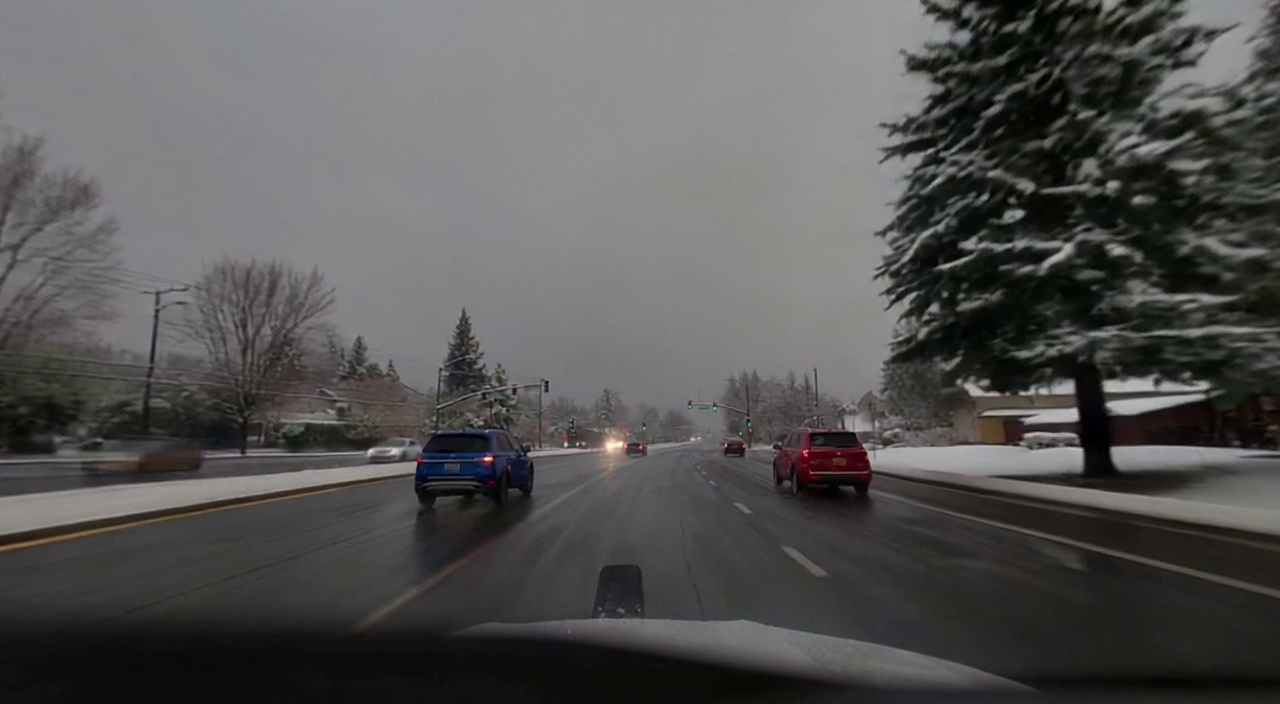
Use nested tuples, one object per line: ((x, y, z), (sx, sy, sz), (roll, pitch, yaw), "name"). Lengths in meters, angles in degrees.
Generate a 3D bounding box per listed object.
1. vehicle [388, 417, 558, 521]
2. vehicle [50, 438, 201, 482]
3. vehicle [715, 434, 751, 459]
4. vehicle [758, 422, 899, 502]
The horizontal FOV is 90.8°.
((-3.061, 2.269, 12.785), (2.045, 1.688, 4.632), (0, -8, 2), "vehicle")
((-18.934, 3.964, 23.554), (1.821, 1.463, 4.363), (-1, -8, 3), "vehicle")
((6.559, 6.726, 44.885), (2.169, 1.669, 4.037), (-1, -8, 4), "vehicle")
((4.343, 2.627, 15.437), (2.132, 1.659, 4.387), (0, -8, 1), "vehicle")
